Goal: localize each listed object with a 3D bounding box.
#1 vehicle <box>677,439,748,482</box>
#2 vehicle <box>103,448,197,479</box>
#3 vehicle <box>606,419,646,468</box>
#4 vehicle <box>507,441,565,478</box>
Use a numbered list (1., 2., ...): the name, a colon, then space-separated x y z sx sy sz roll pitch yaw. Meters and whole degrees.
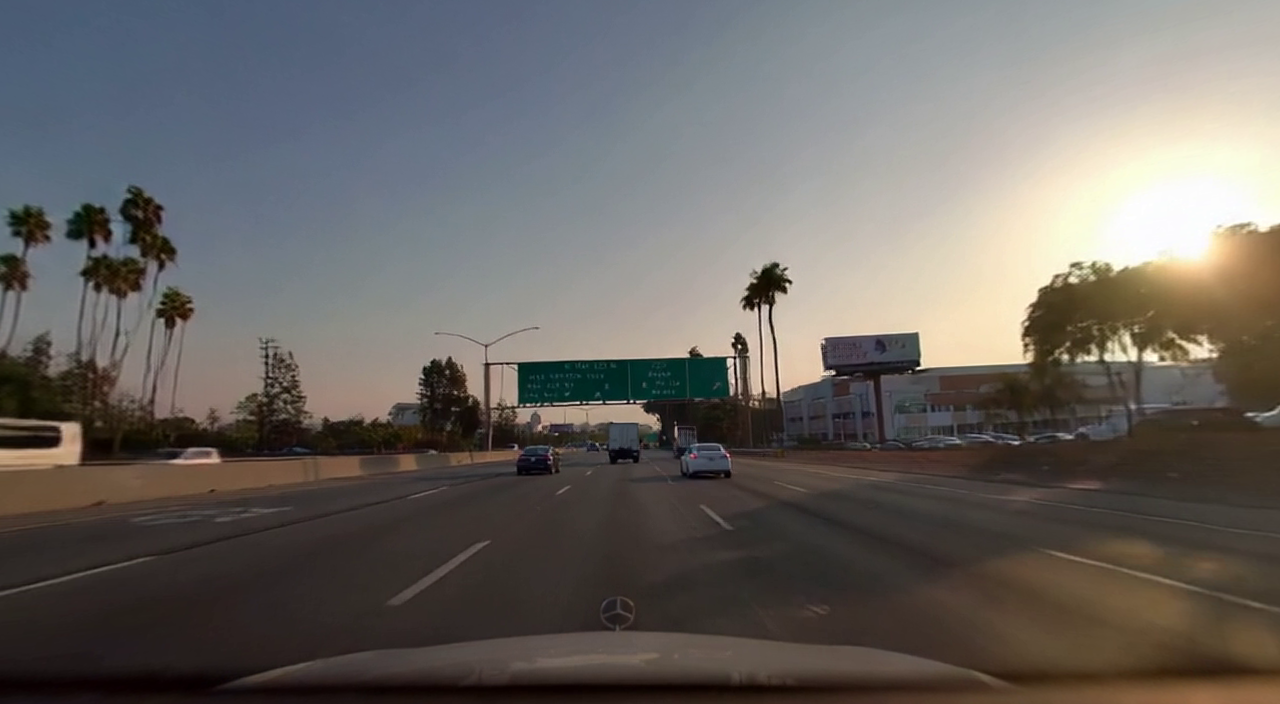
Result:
1. vehicle: 2.872 4.414 26.058 2.175 1.598 4.584 0 -9 -3
2. vehicle: -31.347 7.118 40.616 2.126 1.827 4.880 0 -9 -1
3. vehicle: -0.927 5.992 41.269 2.364 2.953 6.495 0 -8 -2
4. vehicle: -4.920 5.132 30.498 2.021 1.598 4.887 0 -9 -1
